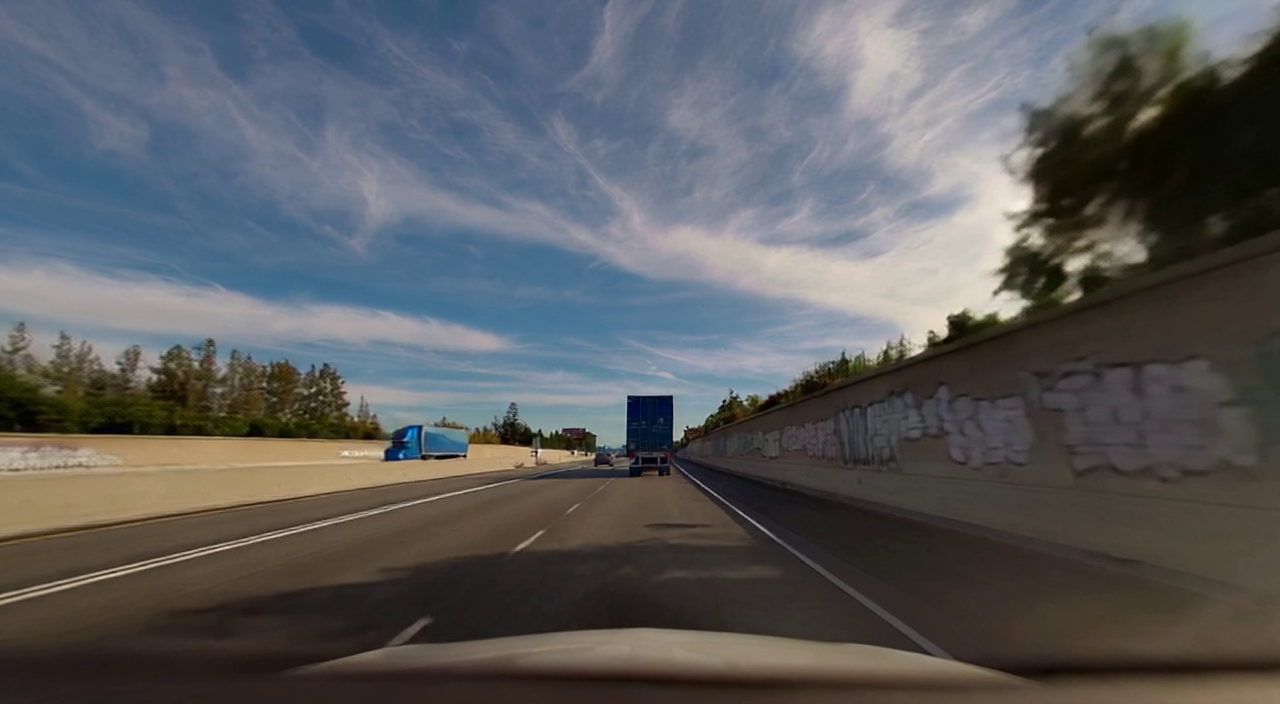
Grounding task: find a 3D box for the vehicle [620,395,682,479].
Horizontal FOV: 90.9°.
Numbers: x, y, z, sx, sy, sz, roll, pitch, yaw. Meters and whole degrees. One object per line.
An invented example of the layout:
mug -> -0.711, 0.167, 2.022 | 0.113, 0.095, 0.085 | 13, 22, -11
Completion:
vehicle -> 0.537, 4.989, 36.146 | 2.997, 4.069, 10.871 | 0, -9, 0
